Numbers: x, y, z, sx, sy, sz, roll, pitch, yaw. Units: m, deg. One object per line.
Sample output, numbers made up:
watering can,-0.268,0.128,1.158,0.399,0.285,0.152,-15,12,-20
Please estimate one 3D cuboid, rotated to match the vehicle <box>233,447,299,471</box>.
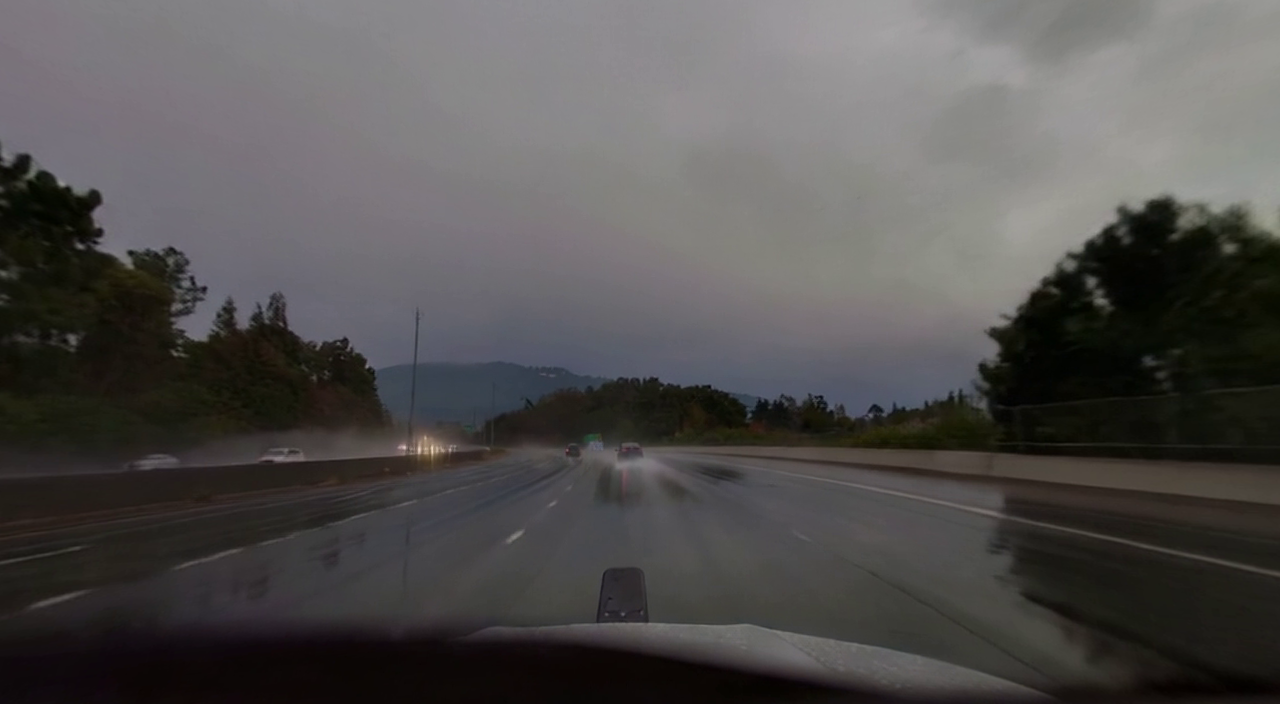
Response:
vehicle,-27.972,8.008,47.414,2.049,1.641,5.301,0,-8,-5
